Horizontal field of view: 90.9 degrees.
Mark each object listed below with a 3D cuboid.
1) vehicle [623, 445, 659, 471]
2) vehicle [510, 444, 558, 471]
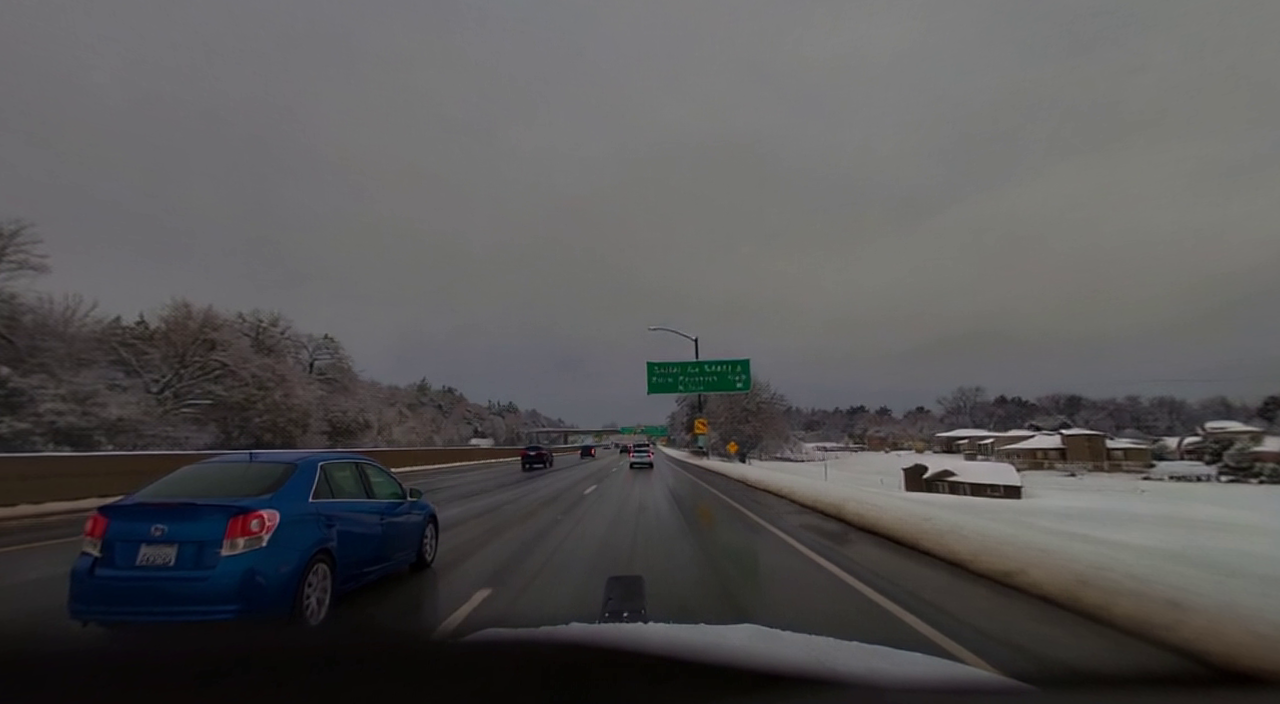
[{"bbox_3d":[0.048,6.356,38.006,2.051,1.443,3.770,0,-8,0],"label":"vehicle"},{"bbox_3d":[-6.345,6.343,38.304,2.075,1.528,4.327,0,-8,1],"label":"vehicle"}]
